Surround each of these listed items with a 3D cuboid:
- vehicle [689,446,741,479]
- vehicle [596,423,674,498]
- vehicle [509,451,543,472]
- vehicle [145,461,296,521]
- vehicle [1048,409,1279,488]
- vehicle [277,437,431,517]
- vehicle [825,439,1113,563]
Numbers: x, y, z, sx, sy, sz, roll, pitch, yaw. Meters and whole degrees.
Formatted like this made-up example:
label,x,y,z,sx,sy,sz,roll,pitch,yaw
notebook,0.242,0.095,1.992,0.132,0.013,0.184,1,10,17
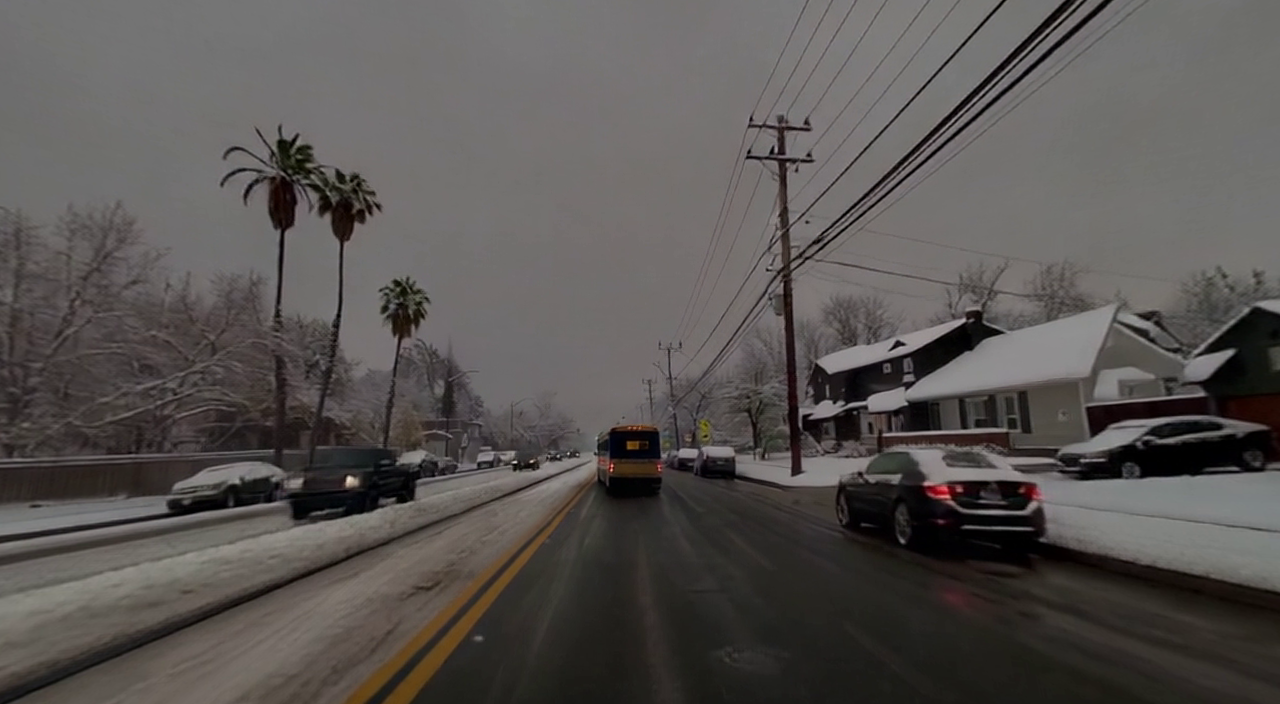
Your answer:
label,x,y,z,sx,sy,sz,roll,pitch,yaw
vehicle,3.696,5.564,31.913,1.946,1.530,4.240,0,-9,-3
vehicle,-0.293,3.365,19.882,2.168,2.040,4.527,0,-9,-4
vehicle,-8.391,8.106,46.827,1.844,1.453,4.414,0,-9,-2
vehicle,-13.178,4.349,20.238,2.004,1.441,4.572,-4,-8,-4
vehicle,13.539,2.424,15.921,4.749,1.699,2.311,-2,-9,0
vehicle,-7.035,3.087,16.126,1.993,1.737,4.353,0,-9,-2
vehicle,4.624,2.119,9.790,2.022,1.456,4.246,0,-9,-3
